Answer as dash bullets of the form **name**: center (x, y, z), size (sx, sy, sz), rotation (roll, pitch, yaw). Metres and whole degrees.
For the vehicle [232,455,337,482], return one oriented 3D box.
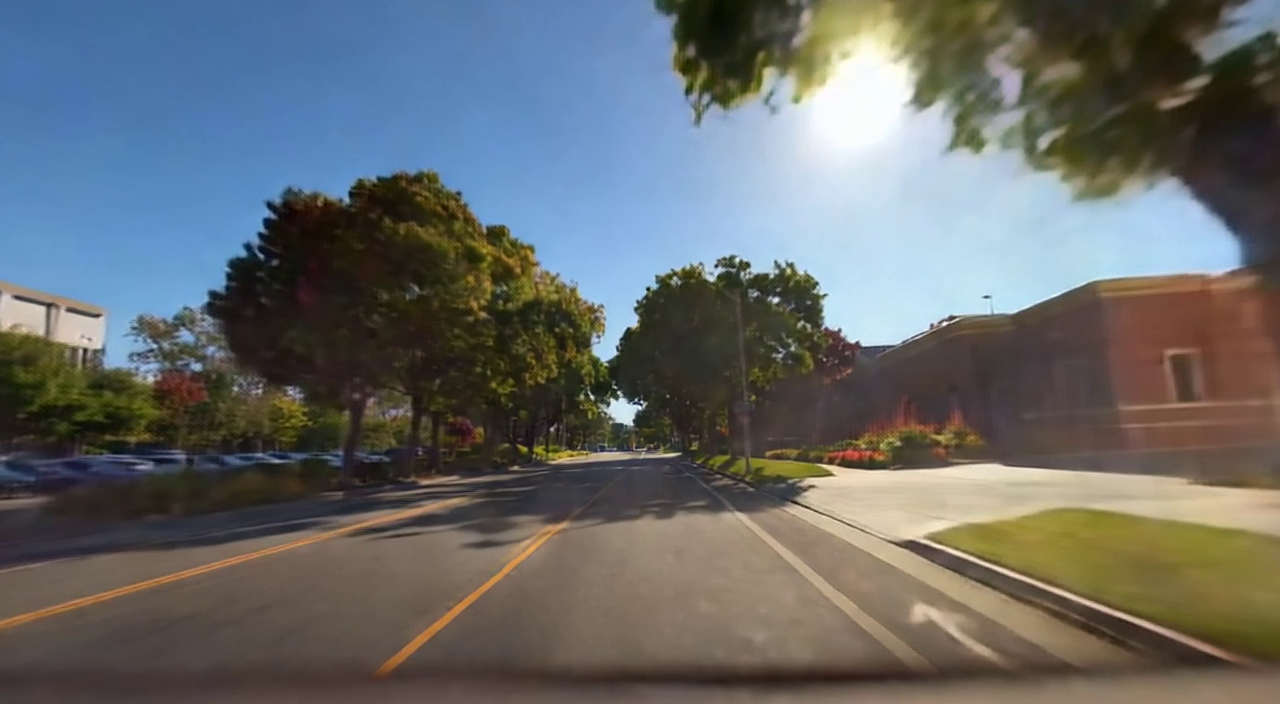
- **vehicle**: center (-19.454, 6.367, 34.644), size (4.567, 1.402, 1.910), rotation (0, -9, 0)

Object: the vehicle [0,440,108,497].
- **vehicle**: center (-19.208, 3.453, 18.878), size (4.699, 1.558, 2.113), rotation (0, -10, 4)

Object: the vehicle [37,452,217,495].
- **vehicle**: center (-19.456, 4.617, 24.098), size (5.091, 1.530, 1.982), rotation (0, -9, -1)

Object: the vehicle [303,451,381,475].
- **vehicle**: center (-19.016, 7.109, 40.372), size (4.005, 1.433, 1.953), rotation (0, -9, 0)

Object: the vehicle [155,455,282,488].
- **vehicle**: center (-19.727, 5.594, 29.648), size (4.503, 1.462, 1.993), rotation (0, -9, -1)
